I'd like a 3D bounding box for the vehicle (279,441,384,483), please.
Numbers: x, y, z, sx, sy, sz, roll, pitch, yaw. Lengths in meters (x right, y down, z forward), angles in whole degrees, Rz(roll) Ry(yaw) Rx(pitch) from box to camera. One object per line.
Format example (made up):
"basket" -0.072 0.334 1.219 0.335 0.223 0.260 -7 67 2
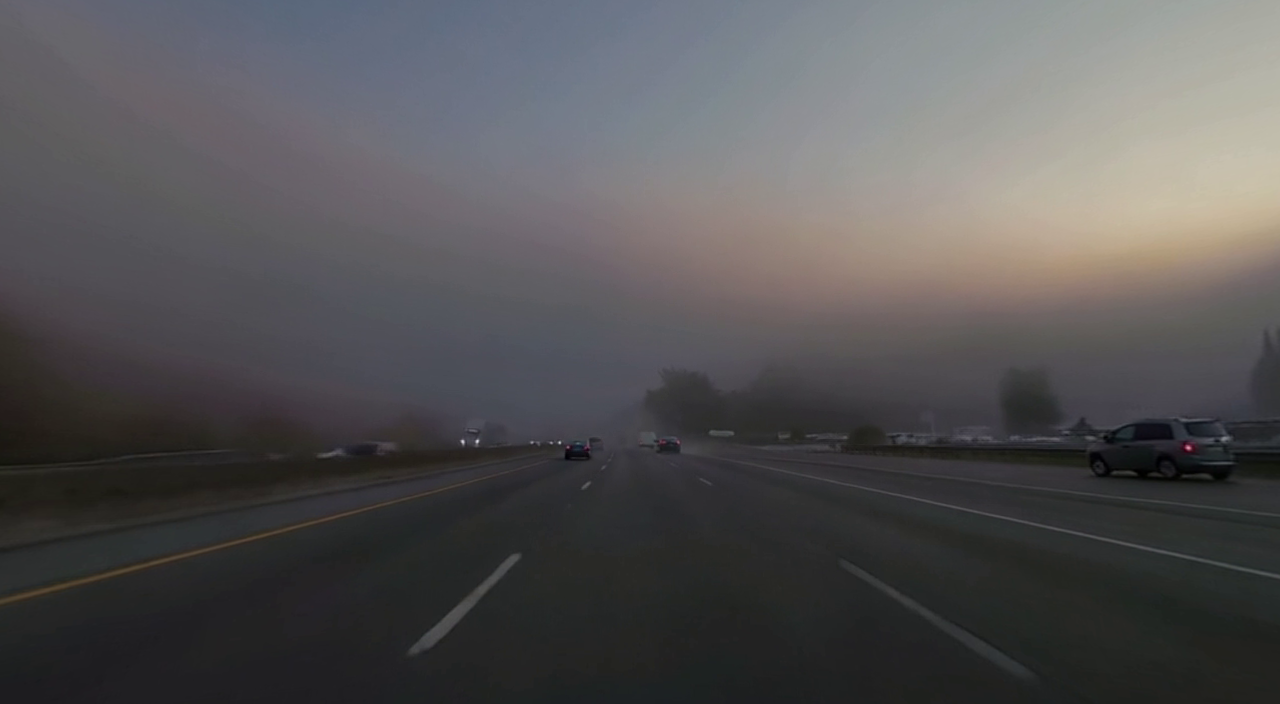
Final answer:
"vehicle" -11.996 4.290 24.925 1.918 1.464 4.587 0 -8 -1

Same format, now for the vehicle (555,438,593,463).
"vehicle" -4.039 6.115 39.227 2.014 1.471 4.380 0 -8 -1

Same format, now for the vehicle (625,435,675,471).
"vehicle" 0.390 4.696 29.506 2.086 1.554 3.875 0 -8 -2

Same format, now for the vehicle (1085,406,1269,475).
"vehicle" 22.050 3.720 26.411 2.232 2.540 6.015 0 -8 -1
